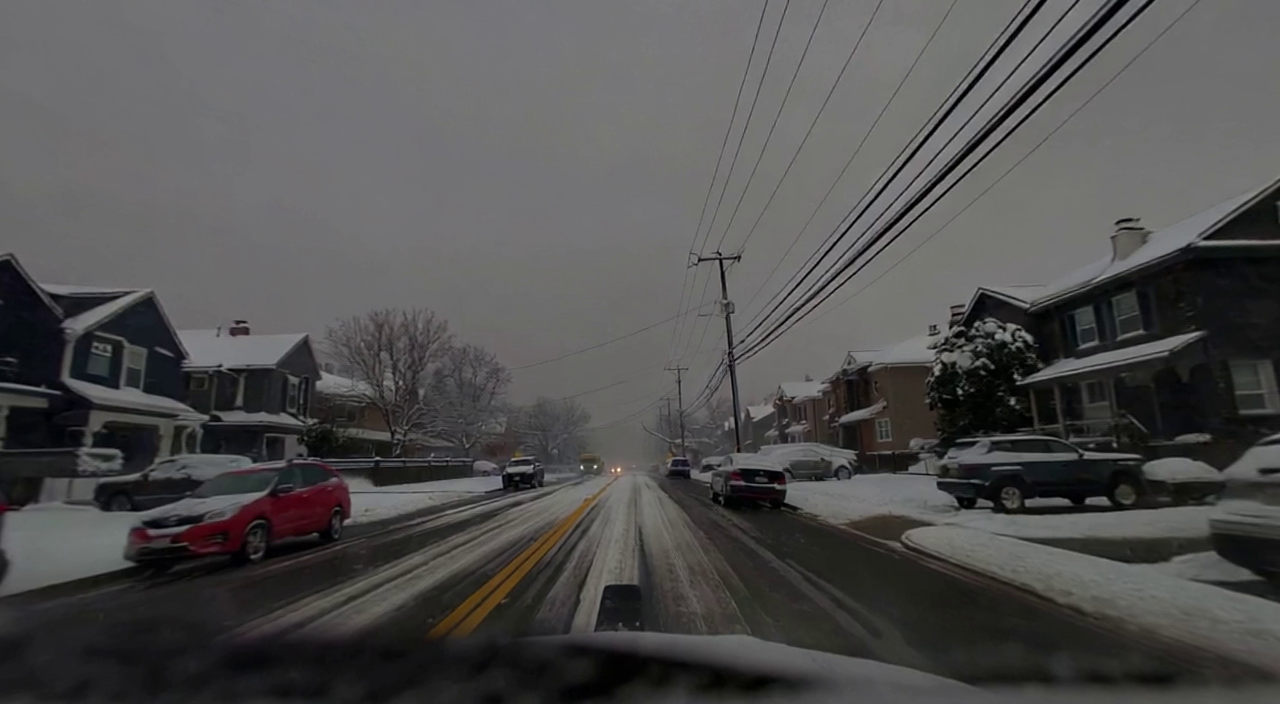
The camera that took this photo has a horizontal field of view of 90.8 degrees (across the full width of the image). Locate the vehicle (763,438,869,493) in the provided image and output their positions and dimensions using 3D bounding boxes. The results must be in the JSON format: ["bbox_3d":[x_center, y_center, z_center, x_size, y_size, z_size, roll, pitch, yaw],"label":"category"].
[{"bbox_3d":[6.855,4.589,25.451,2.764,1.753,5.704,-5,-11,2],"label":"vehicle"}]

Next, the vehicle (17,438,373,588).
[{"bbox_3d":[-6.180,2.283,9.805,1.971,1.631,4.944,-2,-10,-1],"label":"vehicle"}]

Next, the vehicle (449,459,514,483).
[{"bbox_3d":[-12.116,9.125,48.546,4.480,1.665,1.930,0,-9,-1],"label":"vehicle"}]

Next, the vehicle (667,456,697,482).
[{"bbox_3d":[3.101,8.679,47.018,1.945,1.792,3.903,0,-8,0],"label":"vehicle"}]

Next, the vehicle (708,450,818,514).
[{"bbox_3d":[3.280,3.554,17.799,2.076,1.513,4.305,0,-8,-2],"label":"vehicle"}]

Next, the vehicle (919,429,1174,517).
[{"bbox_3d":[8.246,2.464,13.150,3.866,1.664,2.015,0,-8,0],"label":"vehicle"}]

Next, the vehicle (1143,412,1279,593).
[{"bbox_3d":[7.918,1.362,5.859,4.698,1.554,2.118,0,-8,-1],"label":"vehicle"}]

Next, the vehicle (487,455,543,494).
[{"bbox_3d":[-6.381,6.302,32.822,2.056,1.741,4.532,-2,-10,-1],"label":"vehicle"}]
